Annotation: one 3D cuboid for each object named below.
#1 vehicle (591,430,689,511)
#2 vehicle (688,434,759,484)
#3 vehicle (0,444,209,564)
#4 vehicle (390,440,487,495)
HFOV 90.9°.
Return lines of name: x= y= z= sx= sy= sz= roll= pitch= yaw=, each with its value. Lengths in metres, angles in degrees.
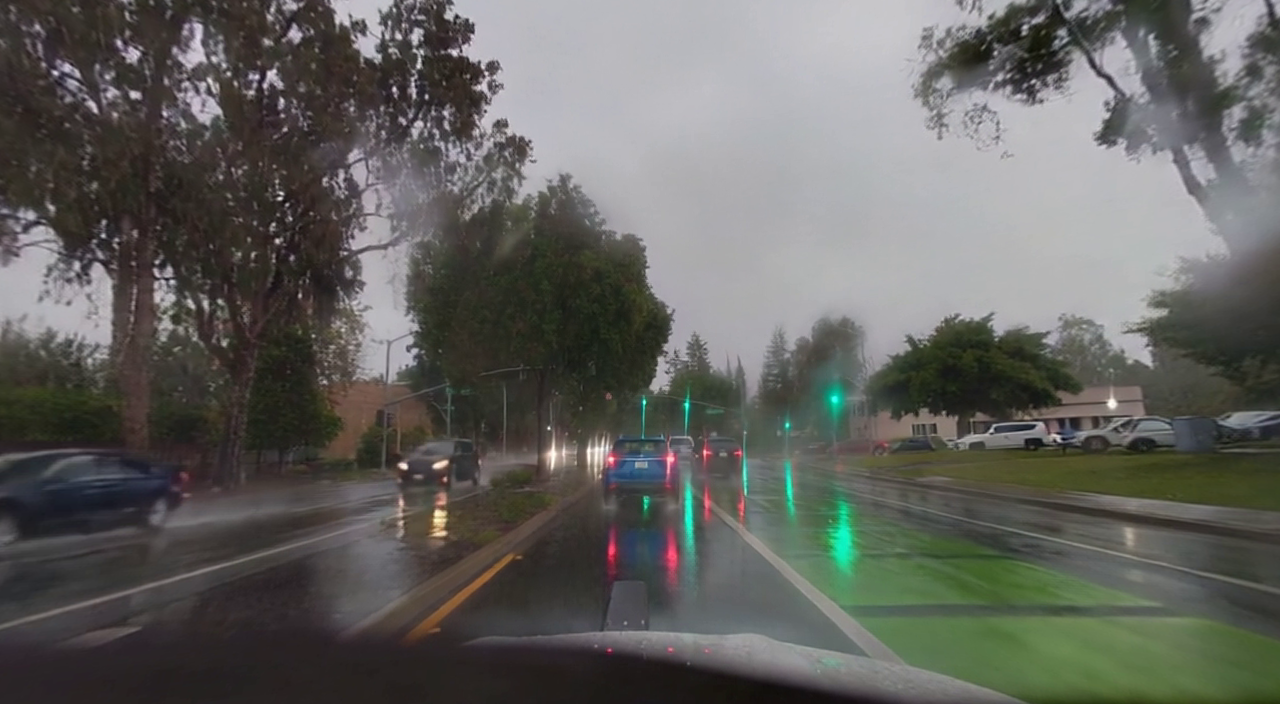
vehicle: x=-0.003 y=2.851 z=15.626 sx=2.109 sy=1.730 sz=3.963 roll=0 pitch=-8 yaw=0
vehicle: x=3.239 y=4.285 z=25.452 sx=2.189 sy=1.815 sz=4.495 roll=0 pitch=-8 yaw=0
vehicle: x=-9.929 y=2.424 z=10.763 sx=1.886 sy=1.666 sz=4.575 roll=0 pitch=-8 yaw=-1
vehicle: x=-6.979 y=4.030 z=22.330 sx=2.005 sy=1.729 sz=4.293 roll=0 pitch=-8 yaw=0
